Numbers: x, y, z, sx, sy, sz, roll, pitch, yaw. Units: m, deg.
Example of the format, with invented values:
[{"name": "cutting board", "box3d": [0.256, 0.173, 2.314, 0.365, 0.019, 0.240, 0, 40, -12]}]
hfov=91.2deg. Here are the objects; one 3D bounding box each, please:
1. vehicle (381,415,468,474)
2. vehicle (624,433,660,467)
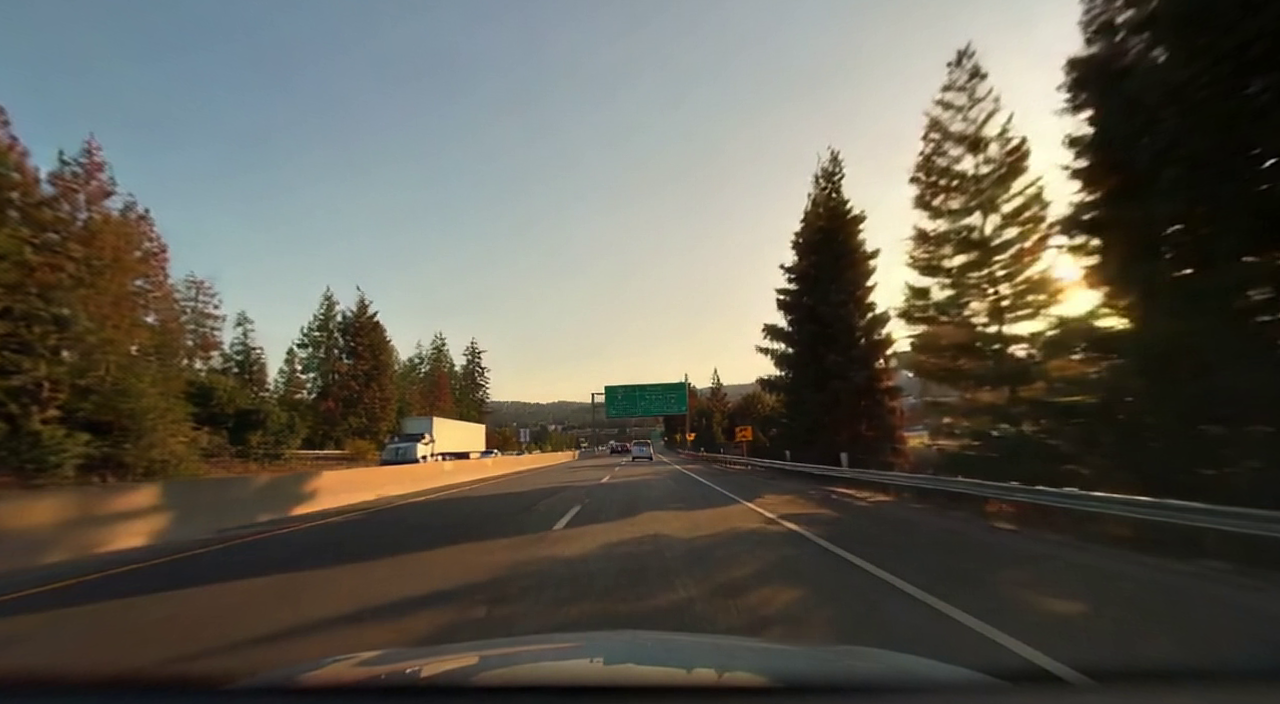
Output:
[{"name": "vehicle", "box3d": [-16.186, 7.090, 48.103, 3.002, 4.004, 10.140, -1, -9, 0]}, {"name": "vehicle", "box3d": [0.155, 6.523, 41.686, 2.268, 2.122, 4.595, -1, -9, 1]}]
